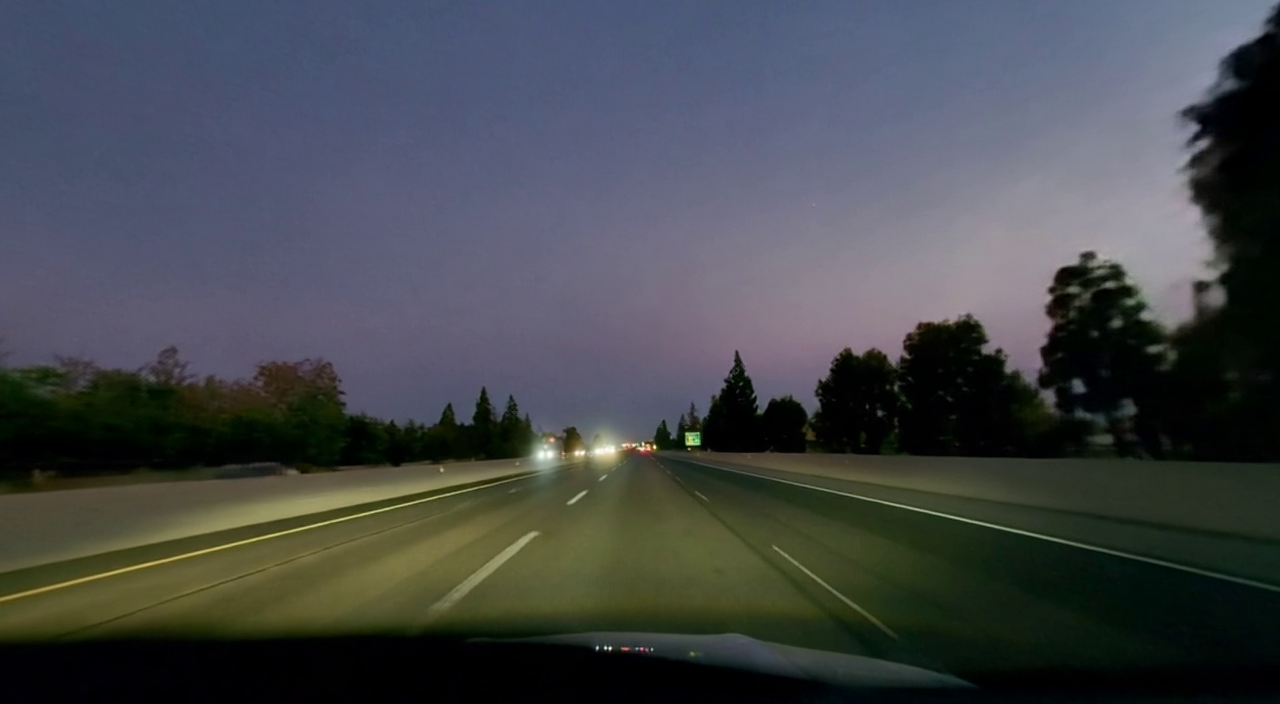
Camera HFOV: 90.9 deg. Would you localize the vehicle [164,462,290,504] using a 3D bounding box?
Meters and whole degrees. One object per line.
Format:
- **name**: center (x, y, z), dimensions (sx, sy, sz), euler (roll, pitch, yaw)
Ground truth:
- **vehicle**: center (-16.206, 5.134, 25.080), dimensions (1.919, 1.429, 4.629), euler (0, -9, -1)
